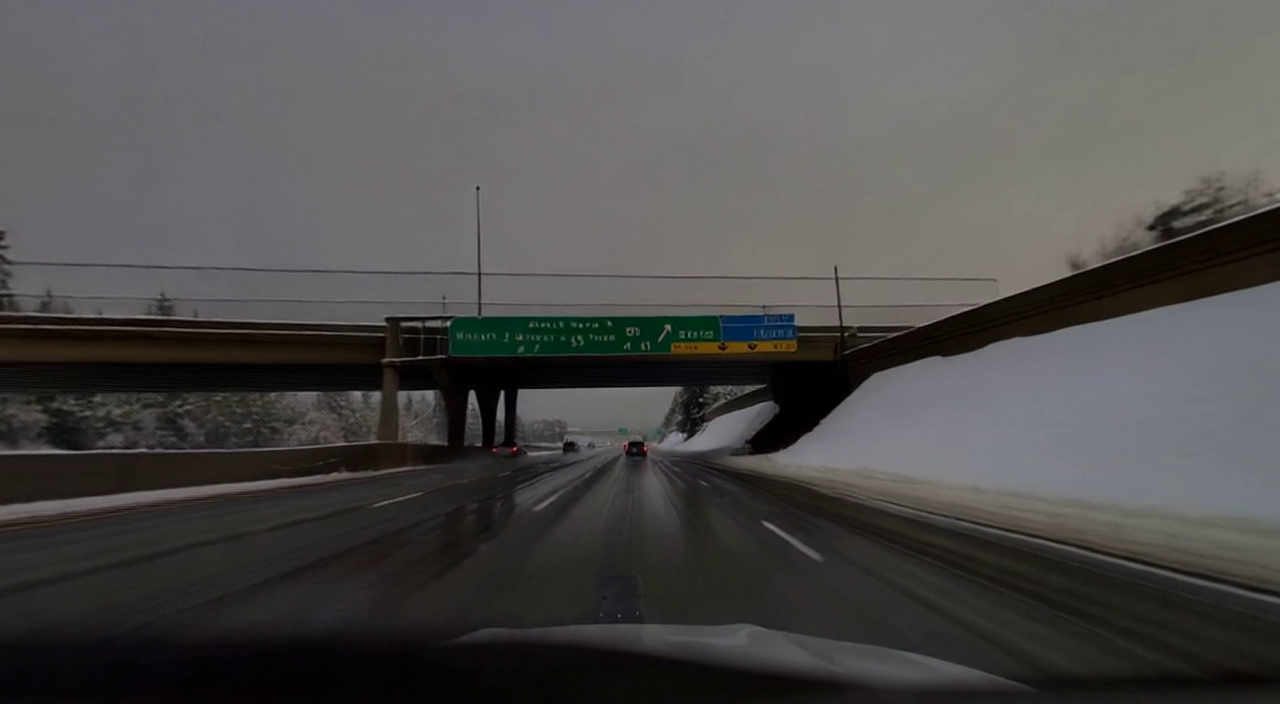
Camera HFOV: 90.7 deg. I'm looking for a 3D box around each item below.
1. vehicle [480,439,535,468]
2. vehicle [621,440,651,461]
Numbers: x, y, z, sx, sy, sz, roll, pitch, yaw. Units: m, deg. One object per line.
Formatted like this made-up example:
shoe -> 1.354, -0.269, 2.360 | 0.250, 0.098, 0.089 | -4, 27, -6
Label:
vehicle -> -7.186, 5.555, 34.838 | 1.994, 1.487, 4.605 | 0, -8, 0
vehicle -> -0.316, 7.245, 46.737 | 2.086, 1.472, 4.168 | 0, -8, -1
